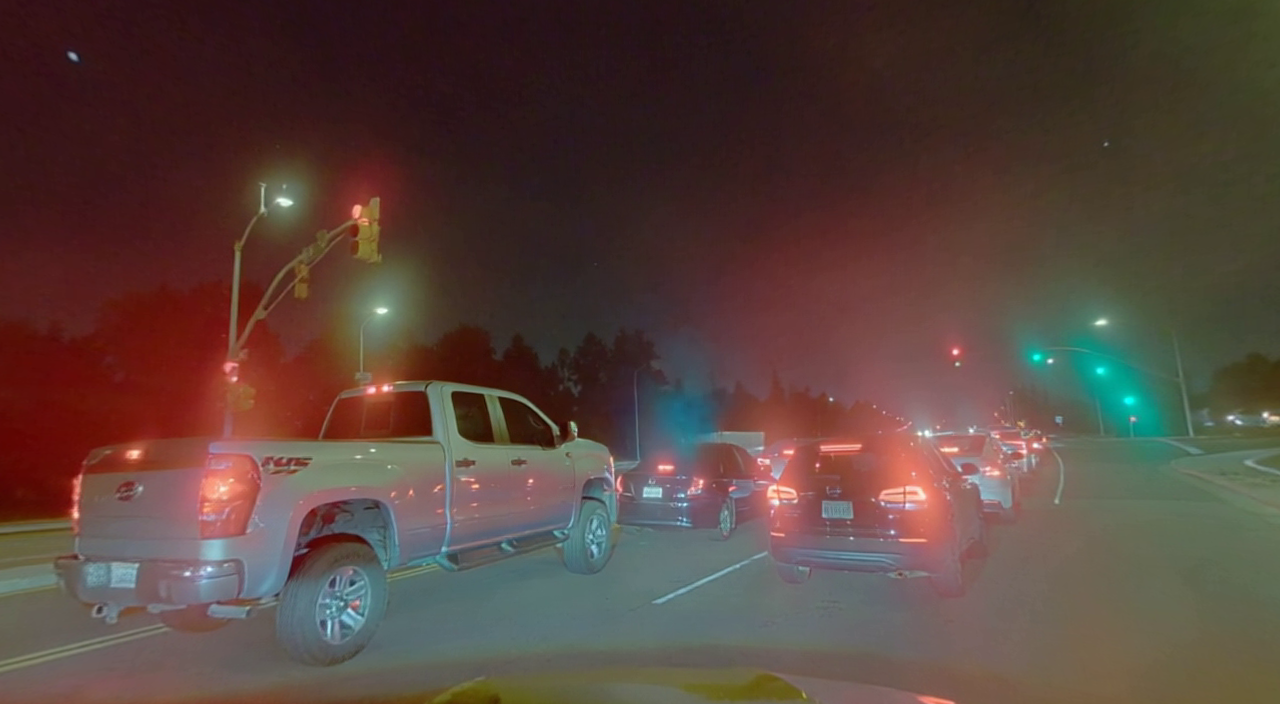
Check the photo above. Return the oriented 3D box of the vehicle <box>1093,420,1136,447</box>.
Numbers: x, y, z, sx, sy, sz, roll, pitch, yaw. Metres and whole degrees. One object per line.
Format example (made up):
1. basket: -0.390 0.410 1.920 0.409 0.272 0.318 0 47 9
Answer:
1. vehicle: 32.800 5.678 43.722 2.160 1.790 4.303 -6 -10 35

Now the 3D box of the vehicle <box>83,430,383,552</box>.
1. vehicle: -8.304 2.768 13.438 2.174 2.057 4.738 -6 -10 33

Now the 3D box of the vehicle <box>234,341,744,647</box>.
1. vehicle: -0.877 1.400 7.465 2.272 2.016 6.146 -5 -10 27

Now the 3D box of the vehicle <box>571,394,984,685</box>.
1. vehicle: 1.720 1.376 5.988 2.027 1.549 4.801 -6 -10 35

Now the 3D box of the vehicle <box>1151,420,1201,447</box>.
1. vehicle: 35.766 5.480 42.194 2.183 1.714 4.491 -7 -11 37
